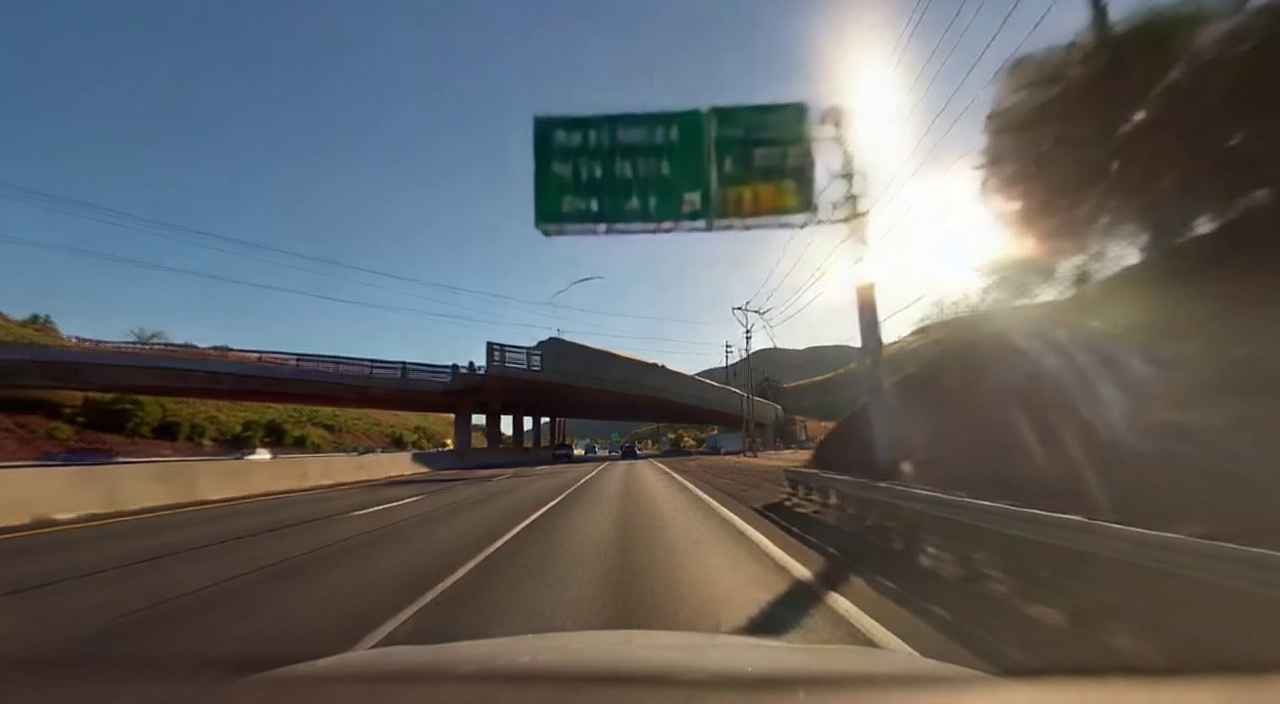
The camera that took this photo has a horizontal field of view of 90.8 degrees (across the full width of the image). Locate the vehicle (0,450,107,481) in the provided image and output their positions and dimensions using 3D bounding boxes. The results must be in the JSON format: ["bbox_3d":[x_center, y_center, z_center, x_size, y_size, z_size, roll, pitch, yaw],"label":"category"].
[{"bbox_3d":[-36.688,7.054,39.734,2.000,1.783,4.966,0,-9,-1],"label":"vehicle"}]
